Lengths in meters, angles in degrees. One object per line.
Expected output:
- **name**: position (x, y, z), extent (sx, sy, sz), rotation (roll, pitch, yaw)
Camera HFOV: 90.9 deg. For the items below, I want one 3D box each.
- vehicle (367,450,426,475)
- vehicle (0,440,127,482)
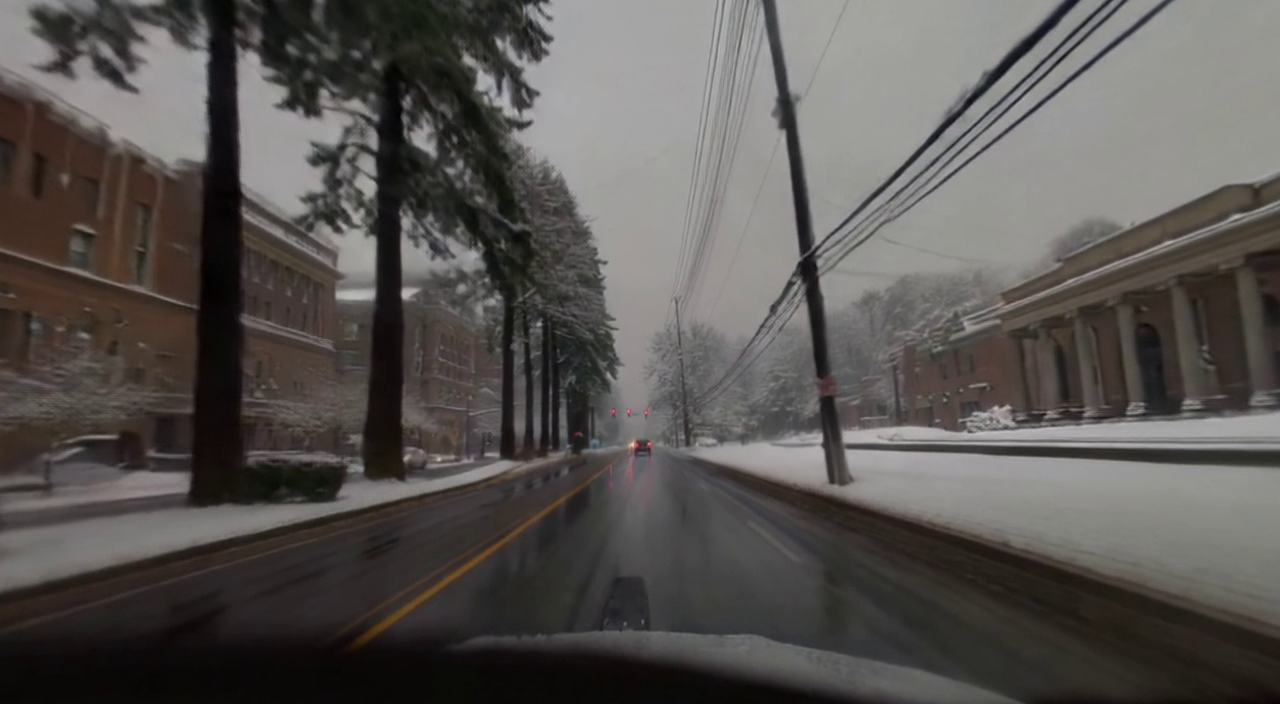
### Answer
- **vehicle**: position (-15.887, 7.232, 41.369), extent (1.872, 1.490, 4.810), rotation (-1, -9, 1)
- **vehicle**: position (-36.482, 6.699, 39.057), extent (2.132, 2.424, 6.702), rotation (-6, -10, 31)
